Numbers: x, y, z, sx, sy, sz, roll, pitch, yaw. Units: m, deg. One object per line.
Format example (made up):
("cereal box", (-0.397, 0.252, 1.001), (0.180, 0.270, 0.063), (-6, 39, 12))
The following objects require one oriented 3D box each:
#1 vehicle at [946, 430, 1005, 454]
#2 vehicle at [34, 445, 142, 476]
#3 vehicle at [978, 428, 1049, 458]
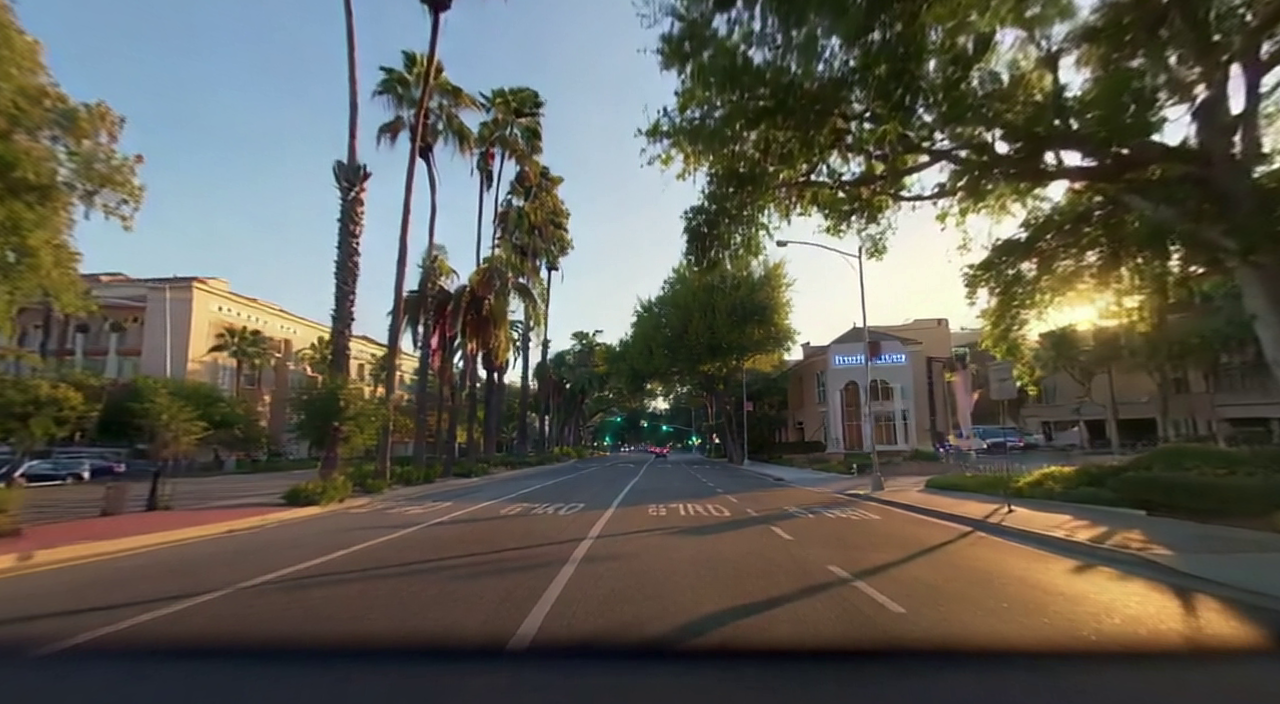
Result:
("vehicle", (26.147, 7.065, 49.286), (2.095, 1.692, 5.051), (-2, -10, 4))
("vehicle", (-34.635, 6.799, 39.770), (2.020, 1.768, 5.003), (0, -9, 4))
("vehicle", (24.237, 5.972, 41.097), (2.222, 1.818, 5.099), (-1, -9, 10))
